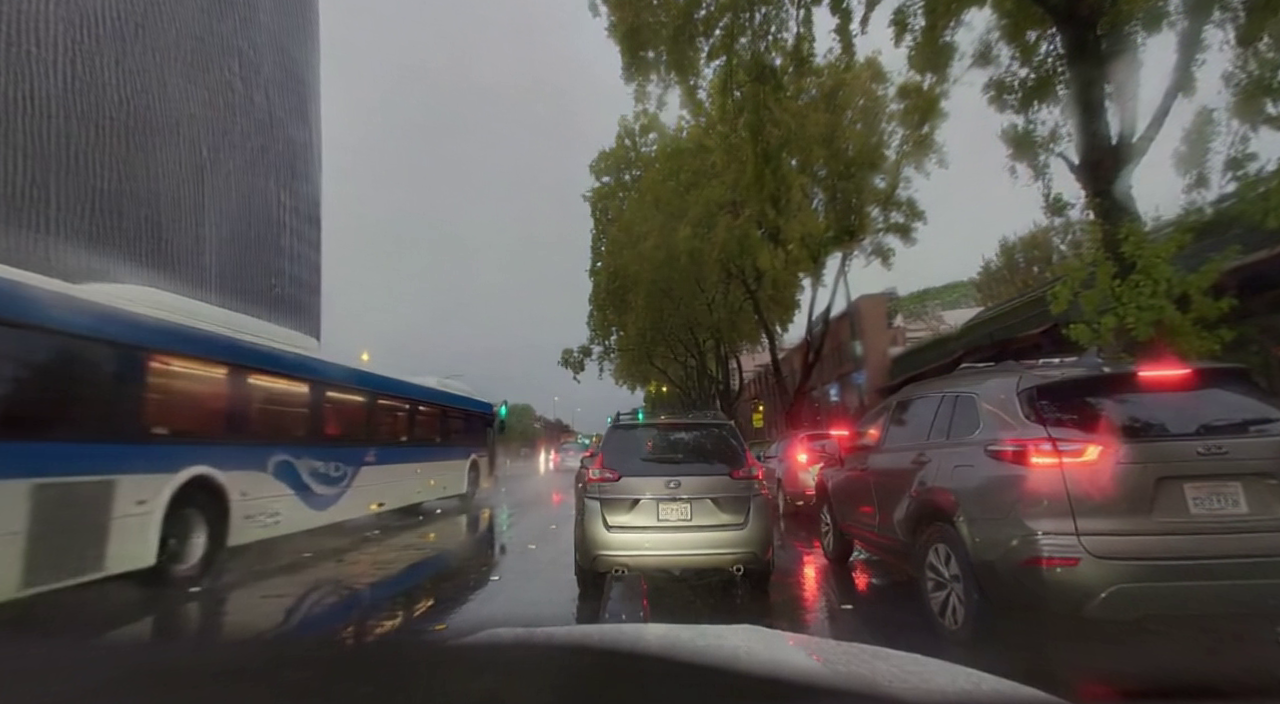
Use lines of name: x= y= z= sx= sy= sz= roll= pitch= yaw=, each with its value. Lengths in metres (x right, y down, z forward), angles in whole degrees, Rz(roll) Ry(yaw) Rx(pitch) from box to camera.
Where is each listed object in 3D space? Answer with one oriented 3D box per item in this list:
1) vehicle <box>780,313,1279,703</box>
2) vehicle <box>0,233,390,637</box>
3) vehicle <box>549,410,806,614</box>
vehicle: x=2.756 y=1.114 z=4.977 sx=2.117 sy=1.855 sz=4.794 roll=0 pitch=-9 yaw=-1
vehicle: x=-6.727 y=1.174 z=8.463 sx=2.907 sy=3.307 sz=9.137 roll=0 pitch=-9 yaw=0
vehicle: x=0.247 y=1.549 z=6.894 sx=2.045 sy=1.608 sz=3.573 roll=0 pitch=-9 yaw=-2
